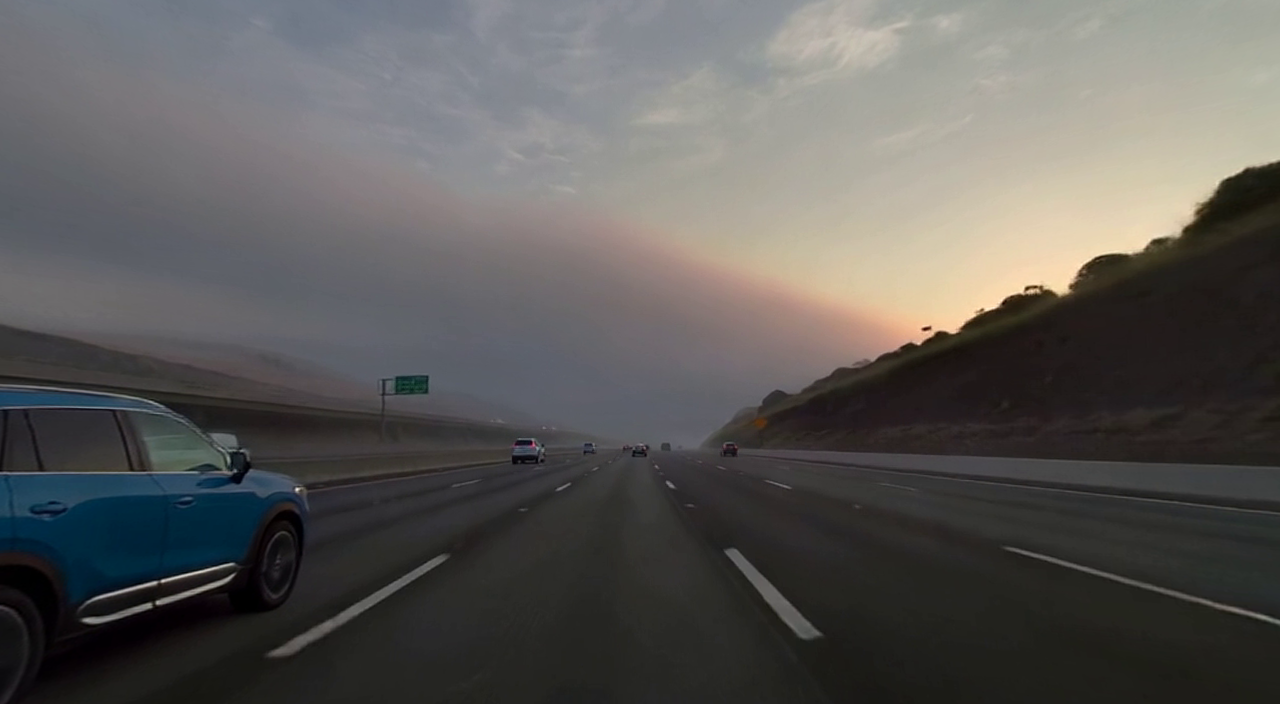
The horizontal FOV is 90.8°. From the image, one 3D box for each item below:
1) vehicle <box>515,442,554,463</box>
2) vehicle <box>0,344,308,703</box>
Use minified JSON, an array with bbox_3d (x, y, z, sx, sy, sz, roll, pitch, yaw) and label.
[{"bbox_3d":[-7.832,7.556,47.392,2.054,1.474,4.450,0,-9,1],"label":"vehicle"},{"bbox_3d":[-3.606,0.836,2.544,2.047,1.715,4.689,0,-9,-1],"label":"vehicle"}]
